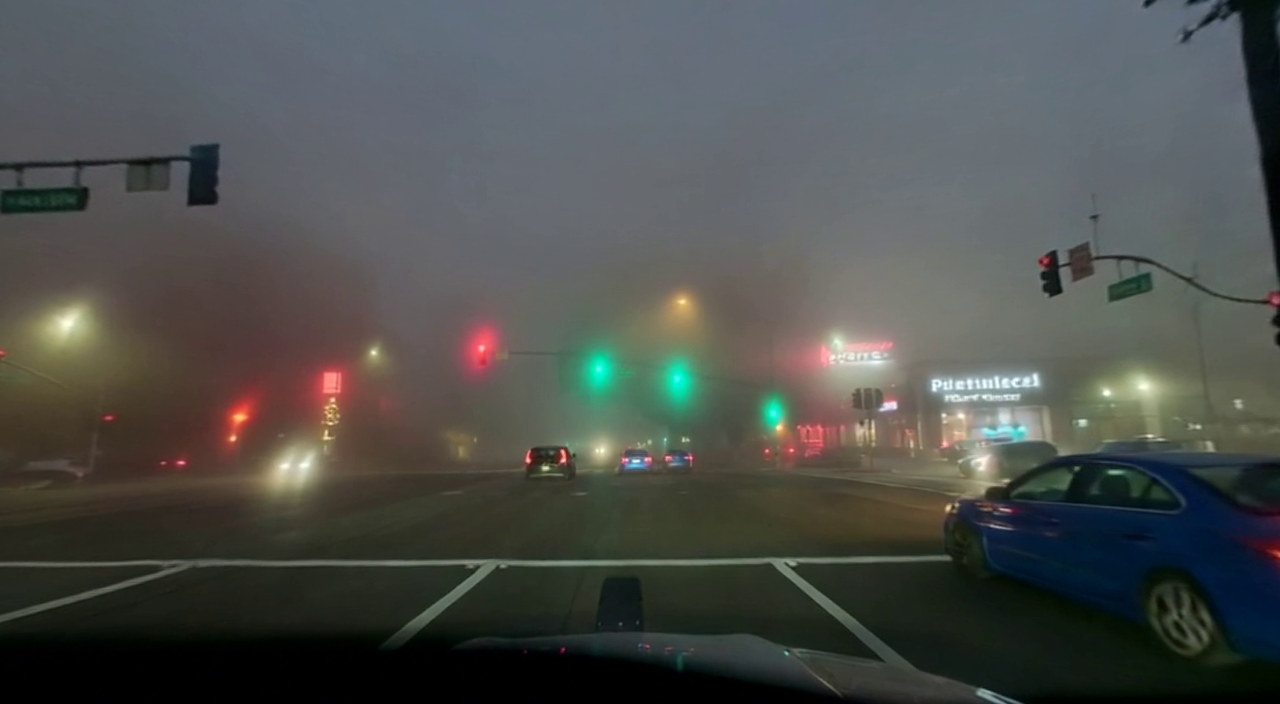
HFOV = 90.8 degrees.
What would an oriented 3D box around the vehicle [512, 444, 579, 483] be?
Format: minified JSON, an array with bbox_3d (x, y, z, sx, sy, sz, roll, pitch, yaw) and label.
[{"bbox_3d":[-4.007,4.798,27.594,2.035,1.564,4.702,-1,-8,2],"label":"vehicle"}]

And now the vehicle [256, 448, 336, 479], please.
[{"bbox_3d":[-21.994,7.127,40.728,2.066,1.835,5.580,0,-8,0],"label":"vehicle"}]

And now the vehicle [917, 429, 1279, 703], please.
[{"bbox_3d":[4.524,1.465,5.486,2.119,1.479,4.910,0,-8,2],"label":"vehicle"}]

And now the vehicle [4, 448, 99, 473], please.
[{"bbox_3d":[-42.073,7.752,45.239,4.735,1.715,2.095,-1,-8,2],"label":"vehicle"}]

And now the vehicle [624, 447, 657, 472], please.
[{"bbox_3d":[0.002,7.037,41.586,2.072,1.473,4.139,0,-8,-1],"label":"vehicle"}]
